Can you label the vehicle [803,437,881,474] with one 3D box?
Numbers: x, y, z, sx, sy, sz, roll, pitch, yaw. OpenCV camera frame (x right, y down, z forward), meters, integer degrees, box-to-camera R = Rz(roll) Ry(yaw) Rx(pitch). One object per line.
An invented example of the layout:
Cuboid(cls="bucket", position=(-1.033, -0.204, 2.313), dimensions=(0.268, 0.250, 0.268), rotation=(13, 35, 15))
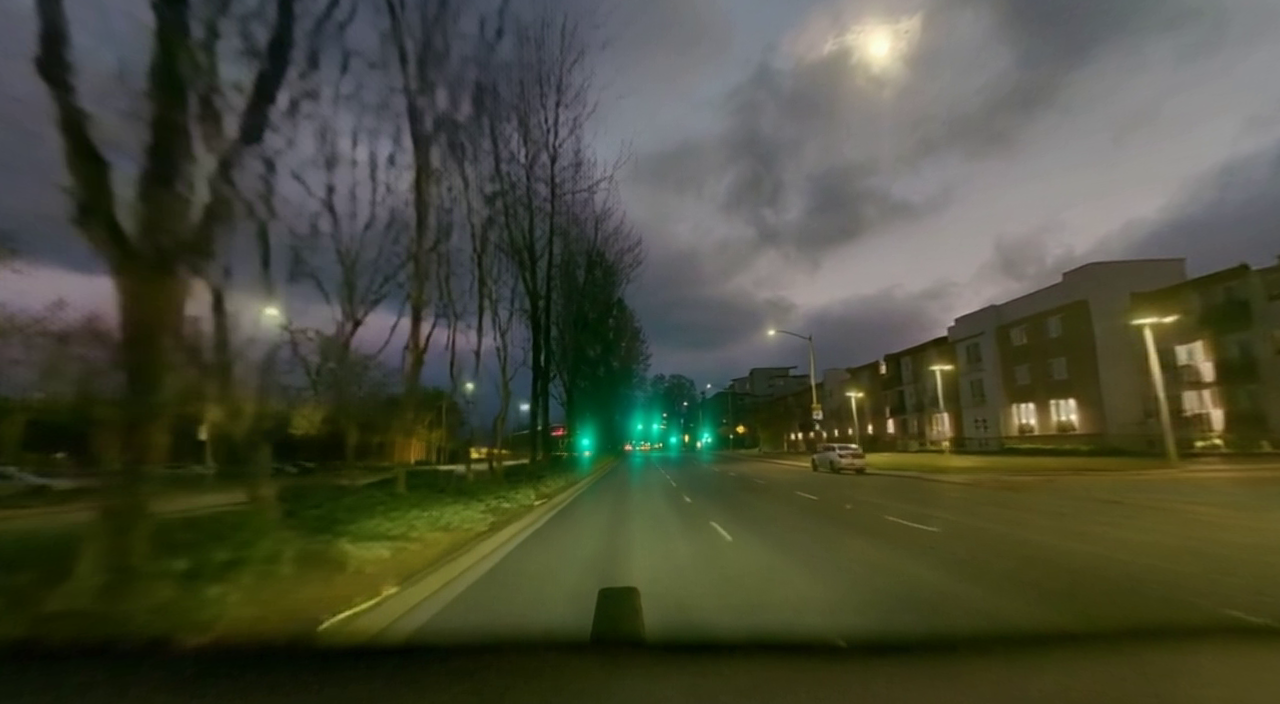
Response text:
Cuboid(cls="vehicle", position=(9.971, 5.157, 31.696), dimensions=(2.051, 1.726, 4.898), rotation=(0, -9, -3))
